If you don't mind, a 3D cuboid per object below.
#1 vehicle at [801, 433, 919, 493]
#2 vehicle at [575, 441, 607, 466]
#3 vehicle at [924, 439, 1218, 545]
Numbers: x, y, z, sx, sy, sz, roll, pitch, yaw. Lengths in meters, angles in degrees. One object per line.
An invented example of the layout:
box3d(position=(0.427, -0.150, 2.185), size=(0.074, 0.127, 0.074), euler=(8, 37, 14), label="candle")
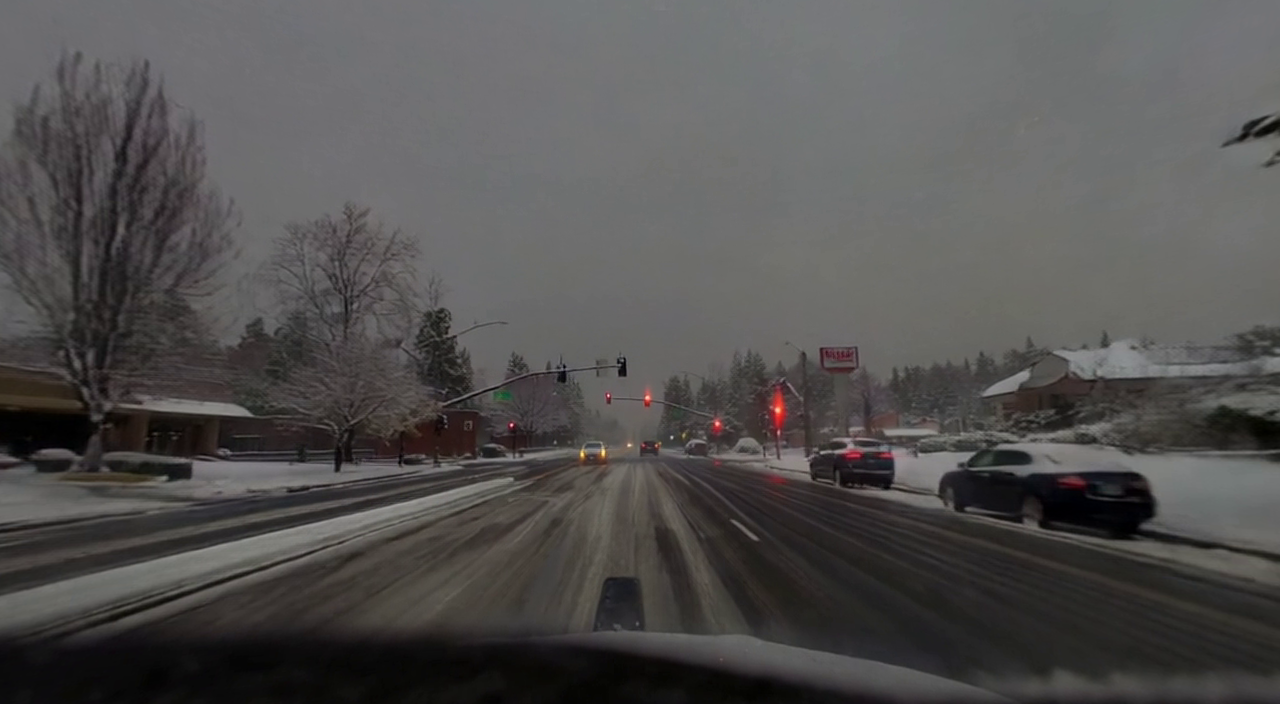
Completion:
box3d(position=(7.240, 3.697, 21.496), size=(2.132, 1.793, 5.003), euler=(0, -8, -1), label="vehicle")
box3d(position=(-3.280, 6.897, 43.078), size=(1.915, 1.553, 3.846), euler=(0, -8, 0), label="vehicle")
box3d(position=(7.184, 2.326, 11.348), size=(1.922, 1.473, 4.738), euler=(0, -8, 0), label="vehicle")
